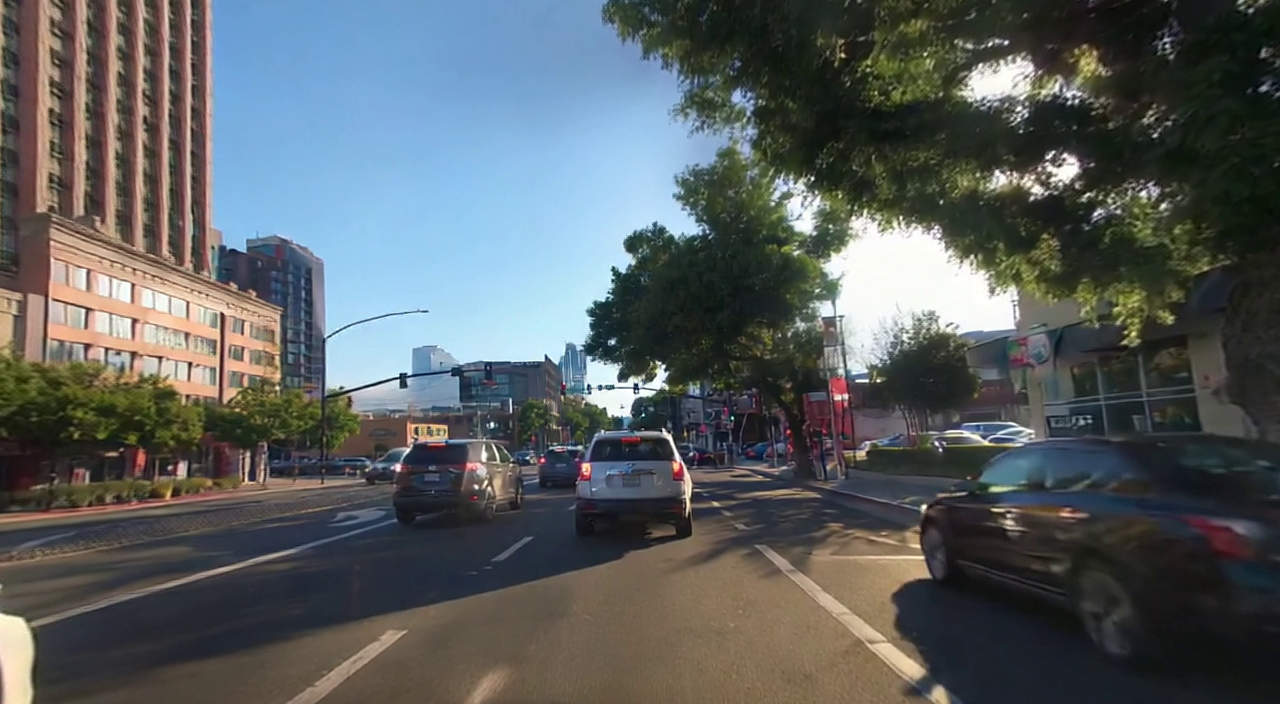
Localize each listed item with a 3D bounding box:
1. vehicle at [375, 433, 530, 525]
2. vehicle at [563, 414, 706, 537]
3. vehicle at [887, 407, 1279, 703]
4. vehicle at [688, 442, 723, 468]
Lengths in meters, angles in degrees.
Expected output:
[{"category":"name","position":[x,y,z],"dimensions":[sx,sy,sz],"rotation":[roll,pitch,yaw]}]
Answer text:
[{"category":"vehicle","position":[-3.713,2.575,13.398],"dimensions":[1.886,1.599,4.247],"rotation":[0,-8,1]},{"category":"vehicle","position":[-0.057,2.079,11.212],"dimensions":[2.075,1.770,4.018],"rotation":[0,-8,1]},{"category":"vehicle","position":[3.745,1.261,4.676],"dimensions":[1.986,1.457,4.566],"rotation":[0,-8,0]},{"category":"vehicle","position":[4.057,6.466,39.703],"dimensions":[1.878,1.526,4.736],"rotation":[0,-8,2]}]
